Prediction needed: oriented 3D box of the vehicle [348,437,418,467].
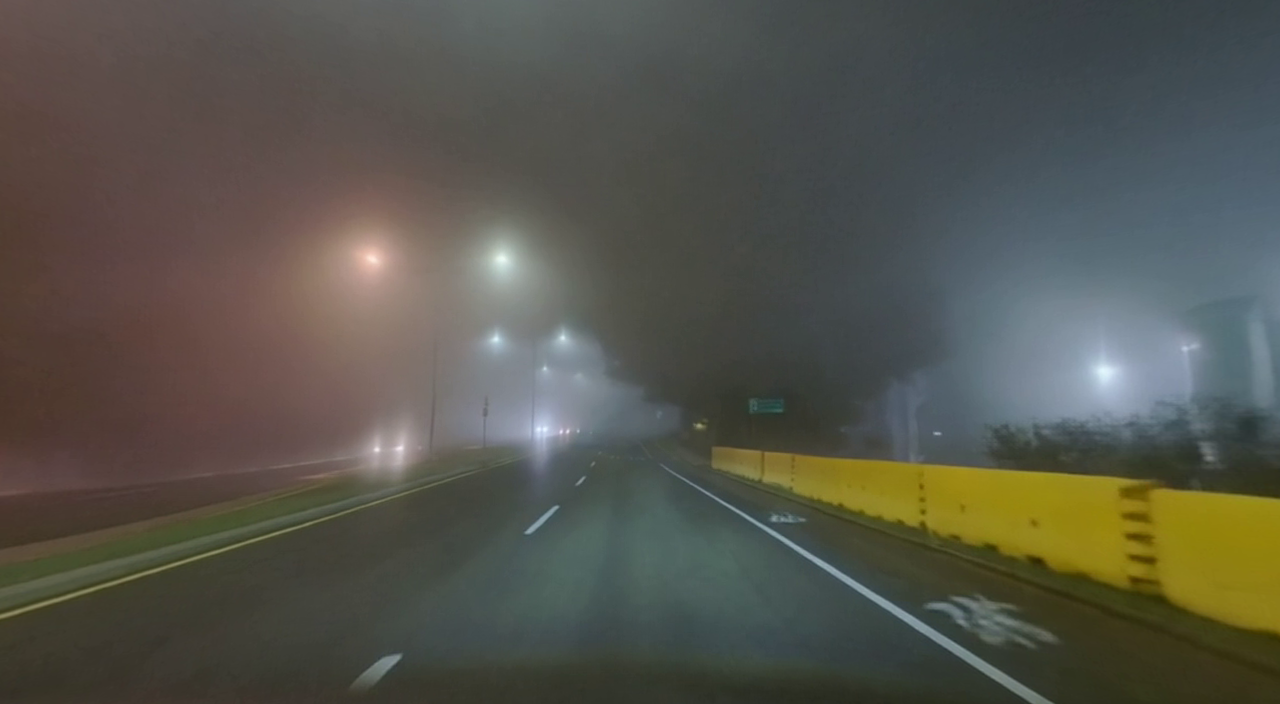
[{"bbox_3d":[-14.249,5.583,35.326,1.969,1.563,4.648,0,-9,0],"label":"vehicle"}]
